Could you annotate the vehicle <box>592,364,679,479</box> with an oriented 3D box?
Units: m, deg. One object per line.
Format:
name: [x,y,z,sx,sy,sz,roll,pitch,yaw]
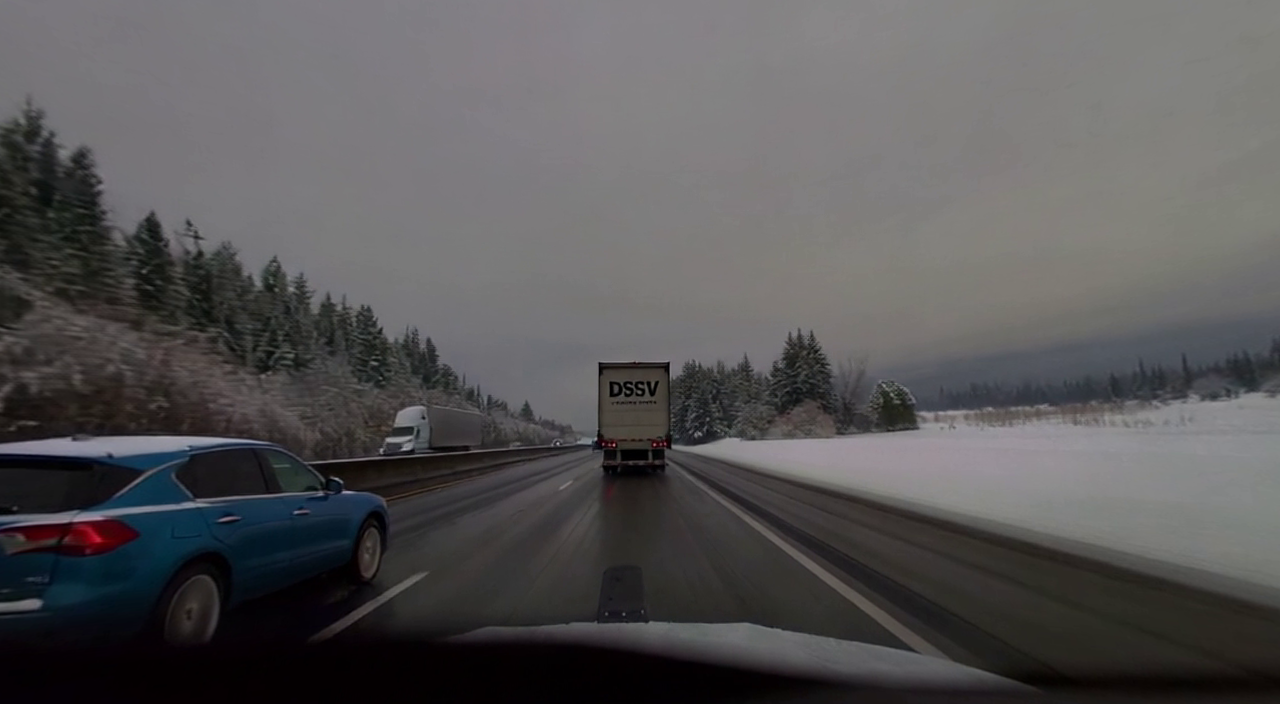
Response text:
vehicle: [-0.328,3.102,26.836,2.969,3.957,10.270,0,-8,-2]

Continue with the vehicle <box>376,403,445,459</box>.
vehicle: [-17.332,6.070,47.992,2.998,4.020,5.794,0,-8,-1]

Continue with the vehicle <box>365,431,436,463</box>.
vehicle: [-12.956,5.191,34.429,2.030,1.625,4.658,0,-8,0]
